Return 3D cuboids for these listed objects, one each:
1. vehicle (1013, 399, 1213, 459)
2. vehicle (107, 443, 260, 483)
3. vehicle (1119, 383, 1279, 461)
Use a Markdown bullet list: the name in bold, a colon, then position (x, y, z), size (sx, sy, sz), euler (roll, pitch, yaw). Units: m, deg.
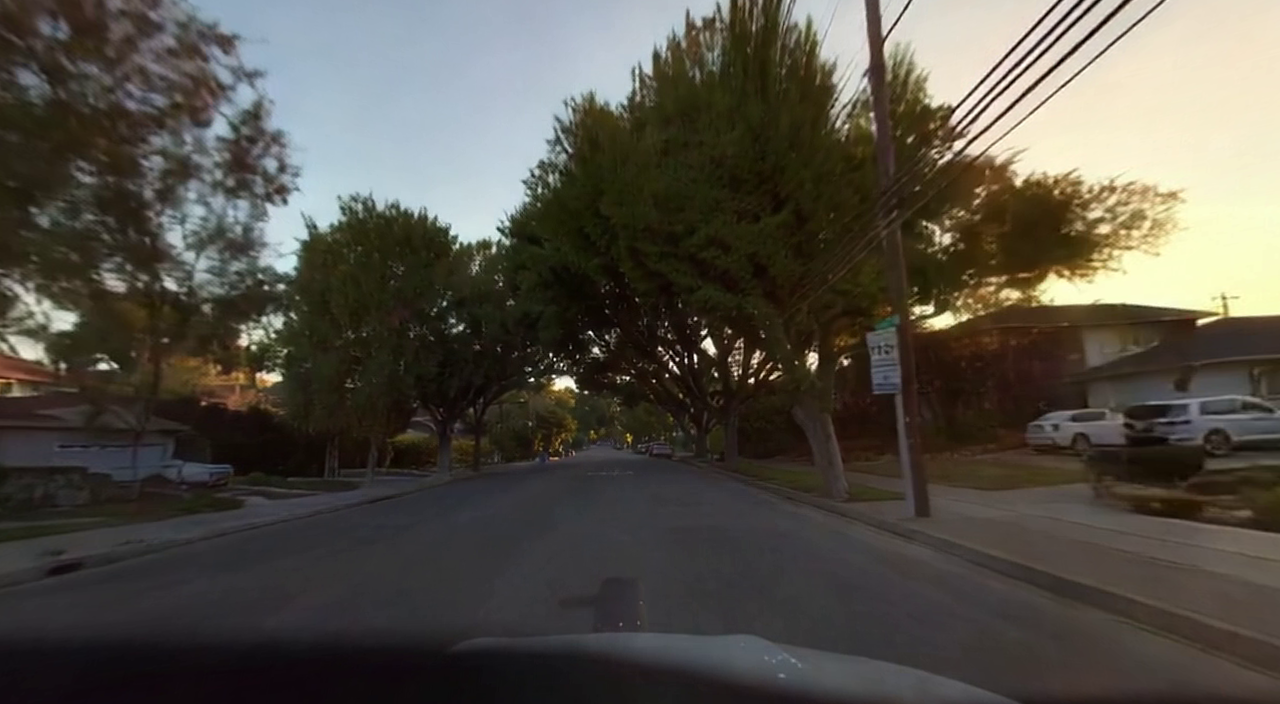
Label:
- **vehicle**: position (14.540, 2.415, 19.594), size (4.672, 1.732, 2.020), euler (1, -8, -6)
- **vehicle**: position (-17.730, 4.276, 24.691), size (4.519, 1.426, 1.903), euler (8, -12, -44)
- **vehicle**: position (15.258, 1.794, 16.040), size (4.562, 1.832, 1.987), euler (0, -8, -3)
